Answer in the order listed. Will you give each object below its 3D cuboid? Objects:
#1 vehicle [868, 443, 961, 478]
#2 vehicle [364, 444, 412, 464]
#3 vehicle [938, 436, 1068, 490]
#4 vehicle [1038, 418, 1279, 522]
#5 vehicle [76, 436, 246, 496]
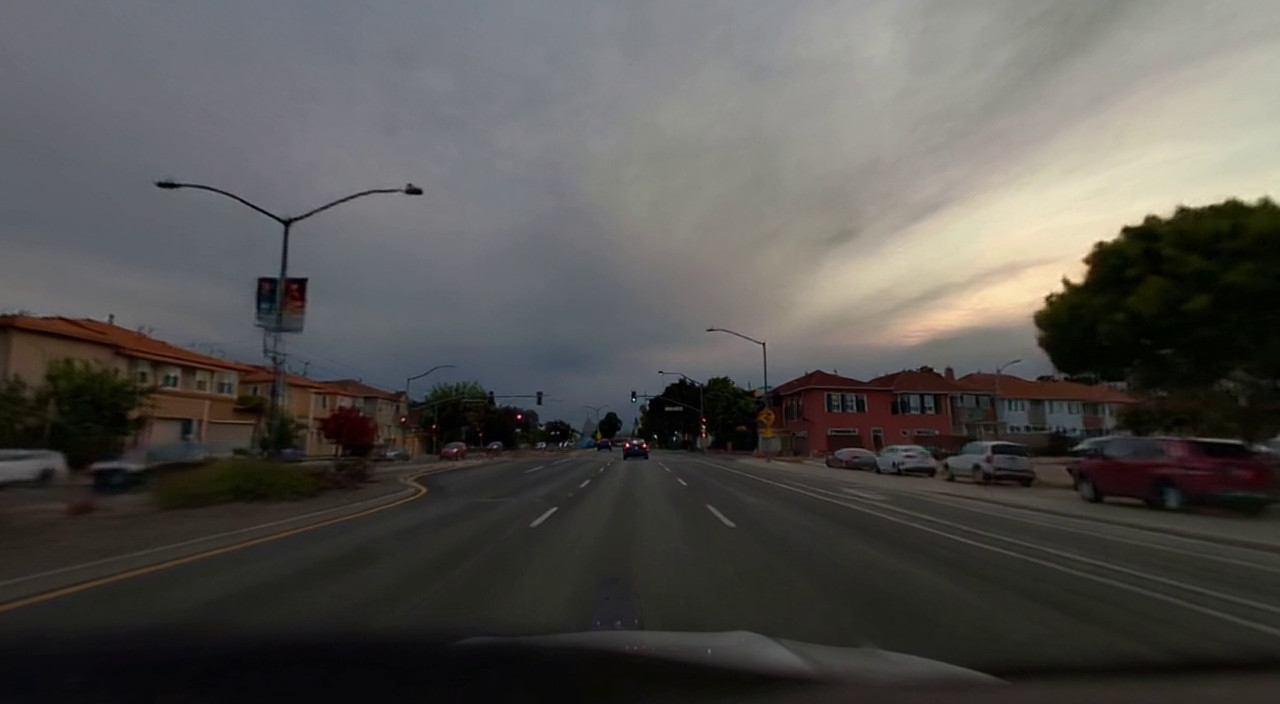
[{"bbox_3d":[12.517,4.964,29.253,2.128,1.467,4.987,0,-9,1],"label":"vehicle"},{"bbox_3d":[-19.426,7.848,48.880,1.918,1.472,4.360,0,-9,0],"label":"vehicle"},{"bbox_3d":[12.651,3.877,22.405,1.976,1.706,4.354,0,-9,0],"label":"vehicle"},{"bbox_3d":[12.677,2.730,14.979,2.386,1.919,6.109,0,-10,-1],"label":"vehicle"},{"bbox_3d":[-14.944,3.561,20.112,1.857,1.656,4.514,0,-9,0],"label":"vehicle"}]
